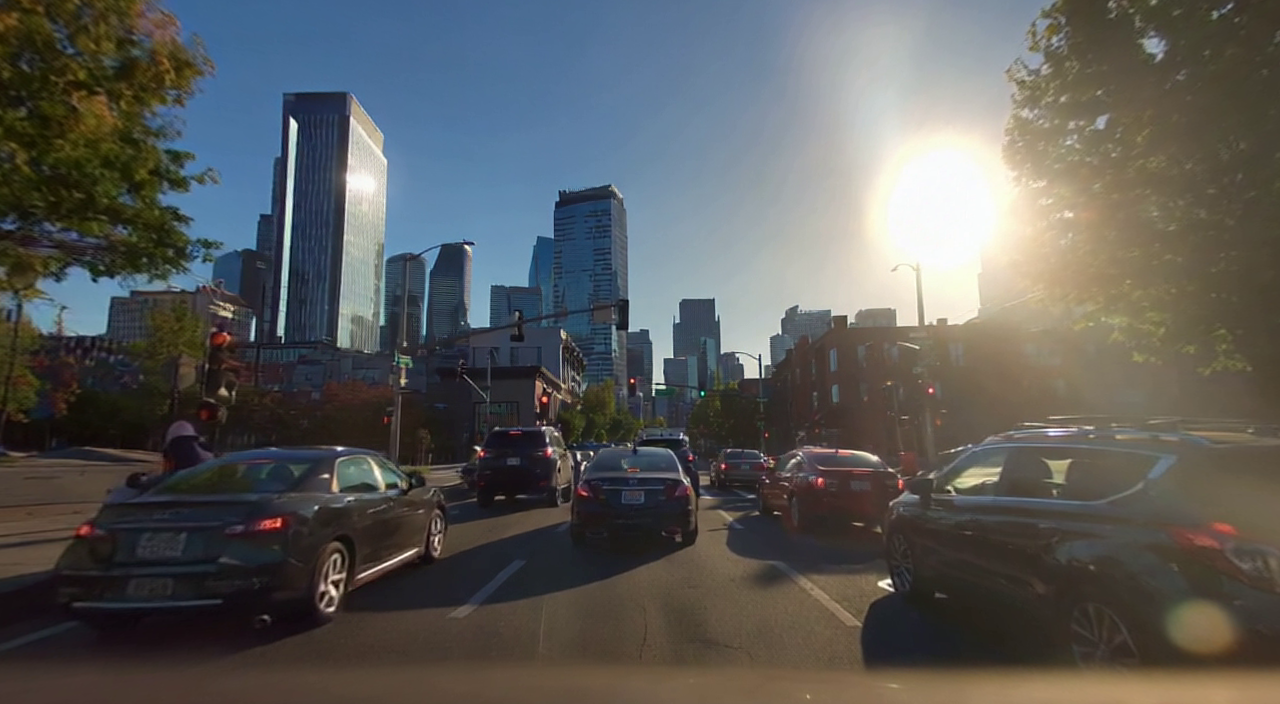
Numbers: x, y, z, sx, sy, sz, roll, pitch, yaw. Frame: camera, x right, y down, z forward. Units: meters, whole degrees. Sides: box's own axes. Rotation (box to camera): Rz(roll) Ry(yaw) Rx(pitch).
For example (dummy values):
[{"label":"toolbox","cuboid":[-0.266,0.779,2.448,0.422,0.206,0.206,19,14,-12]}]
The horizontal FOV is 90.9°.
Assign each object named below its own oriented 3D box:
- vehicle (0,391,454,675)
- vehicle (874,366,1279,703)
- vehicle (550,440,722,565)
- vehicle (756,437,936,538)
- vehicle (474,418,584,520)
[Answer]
[{"label":"vehicle","cuboid":[-3.461,1.444,6.196,2.046,1.744,4.407,0,-8,-2]},{"label":"vehicle","cuboid":[3.352,1.121,3.920,2.179,1.631,4.173,0,-8,0]},{"label":"vehicle","cuboid":[-0.042,2.059,9.404,2.031,1.461,3.763,0,-8,0]},{"label":"vehicle","cuboid":[3.586,2.426,12.019,1.973,1.537,4.533,0,-8,1]},{"label":"vehicle","cuboid":[-2.418,2.641,14.721,1.683,2.039,3.703,-1,-8,3]}]
